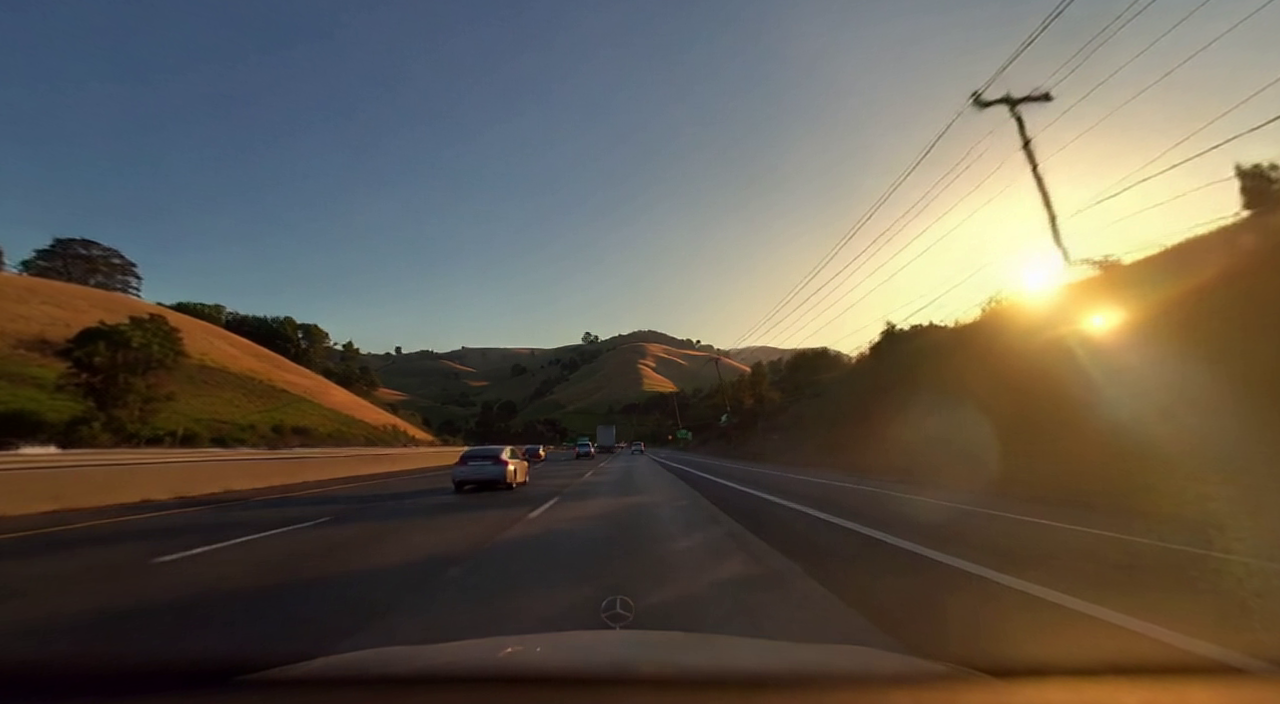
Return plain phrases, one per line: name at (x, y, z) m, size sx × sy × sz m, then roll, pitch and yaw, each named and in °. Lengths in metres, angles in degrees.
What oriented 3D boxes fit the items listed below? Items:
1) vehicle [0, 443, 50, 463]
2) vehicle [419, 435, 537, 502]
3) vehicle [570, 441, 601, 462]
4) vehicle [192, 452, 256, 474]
vehicle at (-48.473, 7.823, 48.854) m, size 1.772 × 1.478 × 3.972 m, roll 0°, pitch -9°, yaw -1°
vehicle at (-4.122, 3.047, 16.928) m, size 1.963 × 1.533 × 4.477 m, roll 0°, pitch -9°, yaw 0°
vehicle at (-4.173, 7.712, 48.890) m, size 2.038 × 1.533 × 4.103 m, roll 0°, pitch -9°, yaw -1°
vehicle at (-30.026, 7.981, 45.773) m, size 1.916 × 1.471 × 3.905 m, roll 0°, pitch -9°, yaw 1°
